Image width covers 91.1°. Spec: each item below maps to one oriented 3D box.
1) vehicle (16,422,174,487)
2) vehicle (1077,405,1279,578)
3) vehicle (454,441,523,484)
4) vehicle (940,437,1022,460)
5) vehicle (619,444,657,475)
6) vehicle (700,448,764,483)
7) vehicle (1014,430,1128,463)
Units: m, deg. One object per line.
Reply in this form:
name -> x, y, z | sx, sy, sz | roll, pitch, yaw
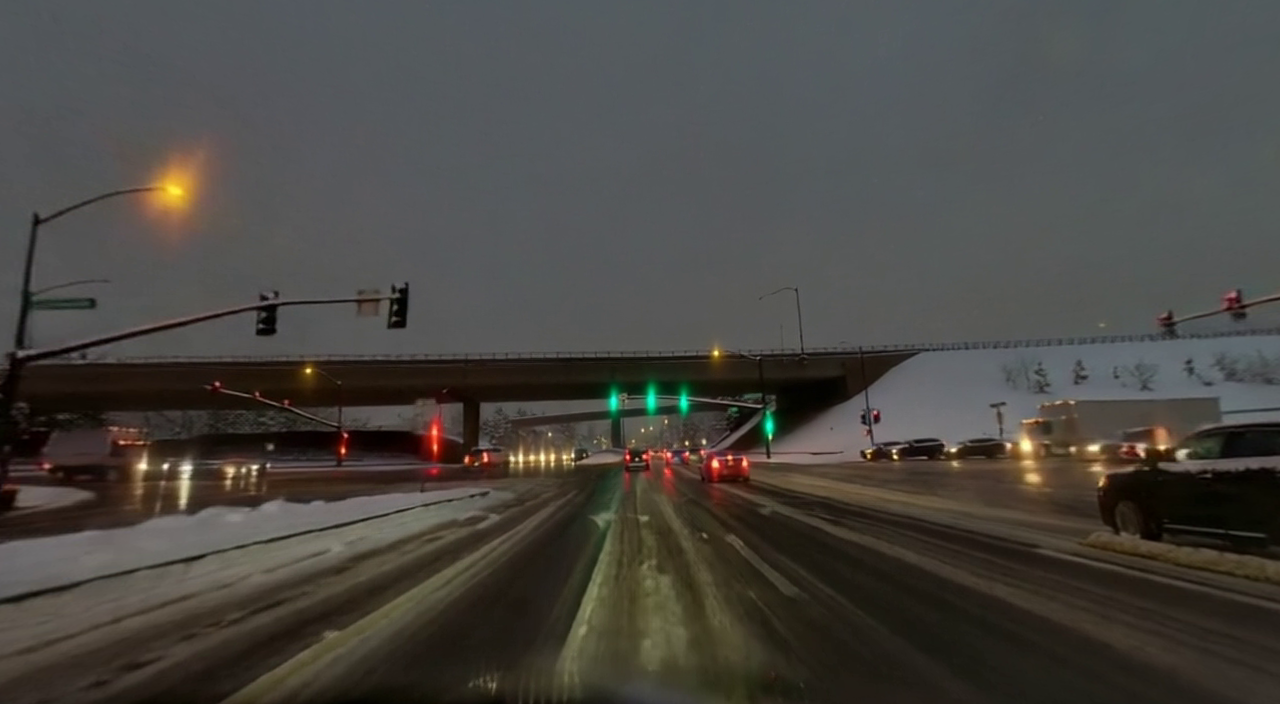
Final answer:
vehicle -> -37.228, 6.950, 42.963 | 9.093, 4.049, 3.094 | -1, -9, 14
vehicle -> 7.148, 1.441, 6.688 | 1.964, 1.647, 4.114 | 0, -9, 0
vehicle -> -8.011, 5.701, 32.810 | 2.485, 2.012, 5.498 | 4, -9, -23
vehicle -> 23.338, 6.631, 43.179 | 4.547, 1.527, 1.890 | -2, -9, 15
vehicle -> -0.141, 6.399, 37.621 | 2.172, 1.694, 4.055 | 0, -9, 0
vehicle -> 3.918, 4.904, 27.385 | 2.156, 1.404, 4.120 | 0, -9, 0
vehicle -> 24.422, 5.403, 35.796 | 4.835, 1.536, 1.984 | -6, -11, 14
